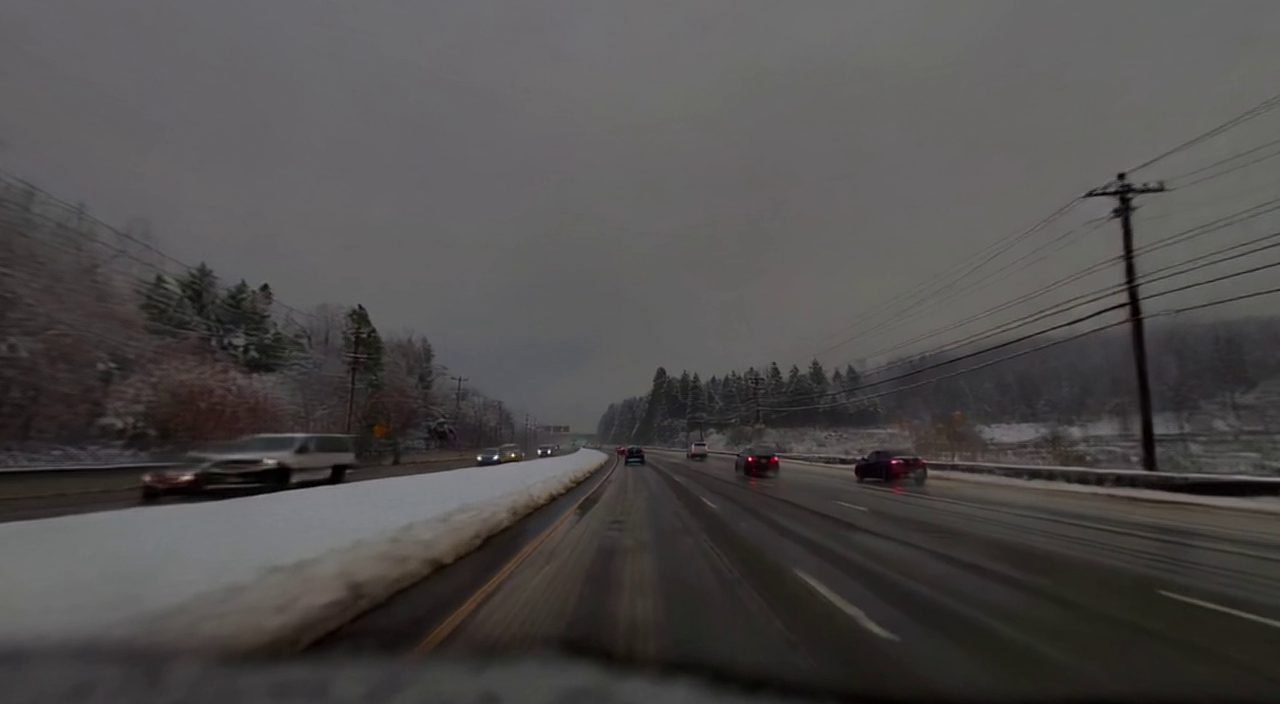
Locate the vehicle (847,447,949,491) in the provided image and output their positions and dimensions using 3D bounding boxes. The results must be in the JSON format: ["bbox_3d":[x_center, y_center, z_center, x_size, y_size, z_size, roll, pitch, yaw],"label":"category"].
[{"bbox_3d":[9.746,4.420,24.334,1.969,1.506,4.422,0,-9,-1],"label":"vehicle"}]

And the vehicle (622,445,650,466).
[{"bbox_3d":[-0.316,7.811,47.716,1.993,1.506,3.883,0,-9,-1],"label":"vehicle"}]

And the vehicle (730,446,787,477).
[{"bbox_3d":[6.285,5.859,34.053,2.069,1.520,4.614,0,-9,-1],"label":"vehicle"}]

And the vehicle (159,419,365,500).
[{"bbox_3d":[-9.901,2.885,17.244,2.483,1.868,4.989,0,-9,0],"label":"vehicle"}]
